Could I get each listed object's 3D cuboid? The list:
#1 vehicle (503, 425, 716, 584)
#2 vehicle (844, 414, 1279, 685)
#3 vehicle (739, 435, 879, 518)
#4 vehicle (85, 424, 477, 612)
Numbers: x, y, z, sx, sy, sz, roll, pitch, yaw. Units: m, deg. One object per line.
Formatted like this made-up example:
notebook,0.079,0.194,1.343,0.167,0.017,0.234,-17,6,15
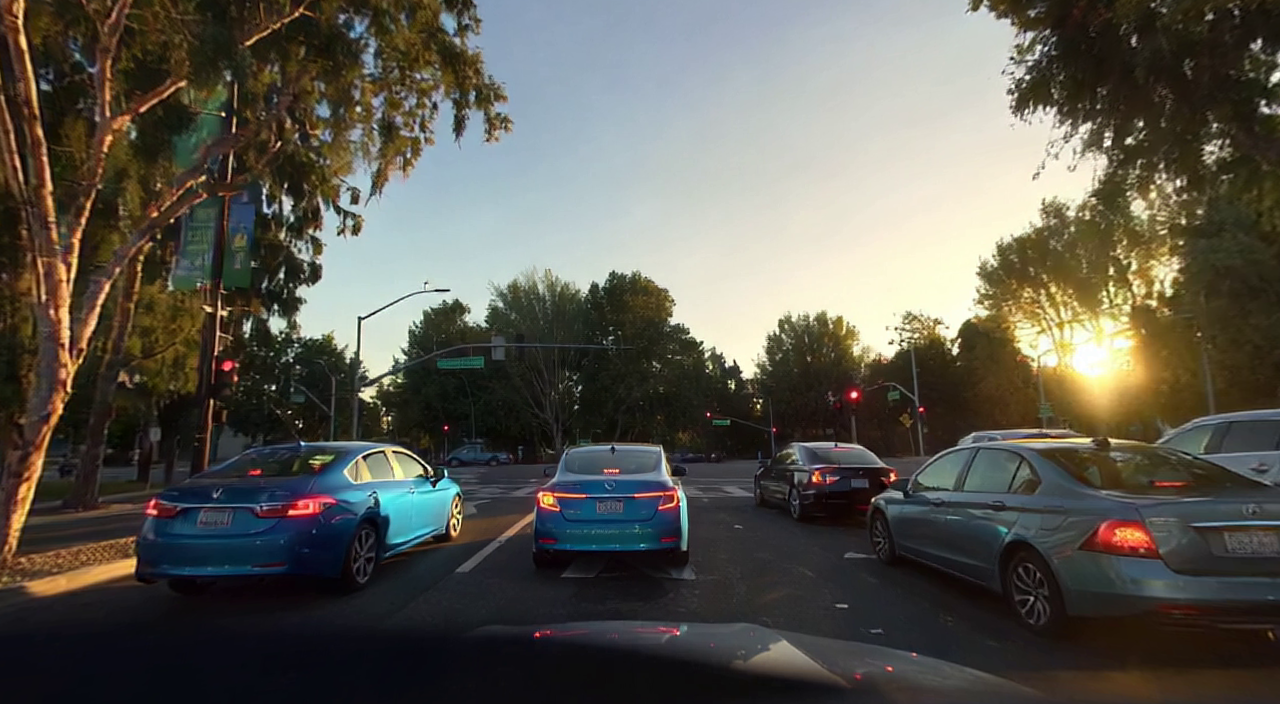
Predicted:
vehicle,-0.314,1.709,7.835,1.994,1.479,3.647,0,-9,-1
vehicle,3.594,1.424,5.771,1.953,1.471,4.470,0,-9,0
vehicle,3.391,2.573,13.499,1.852,1.498,3.825,0,-9,-1
vehicle,-3.362,1.619,7.084,1.929,1.457,4.136,0,-9,0
